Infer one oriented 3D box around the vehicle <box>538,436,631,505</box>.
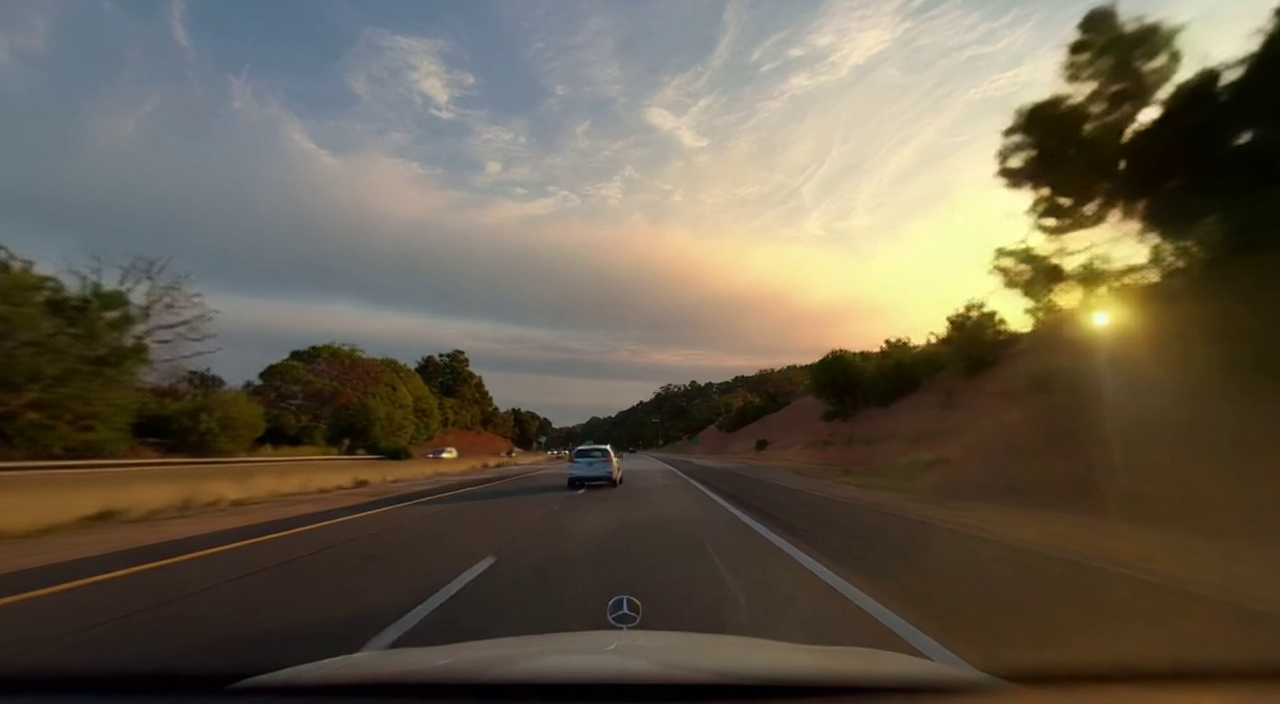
[{"bbox_3d":[-1.424,3.317,18.045,2.135,1.686,4.517,-1,-9,2],"label":"vehicle"}]
